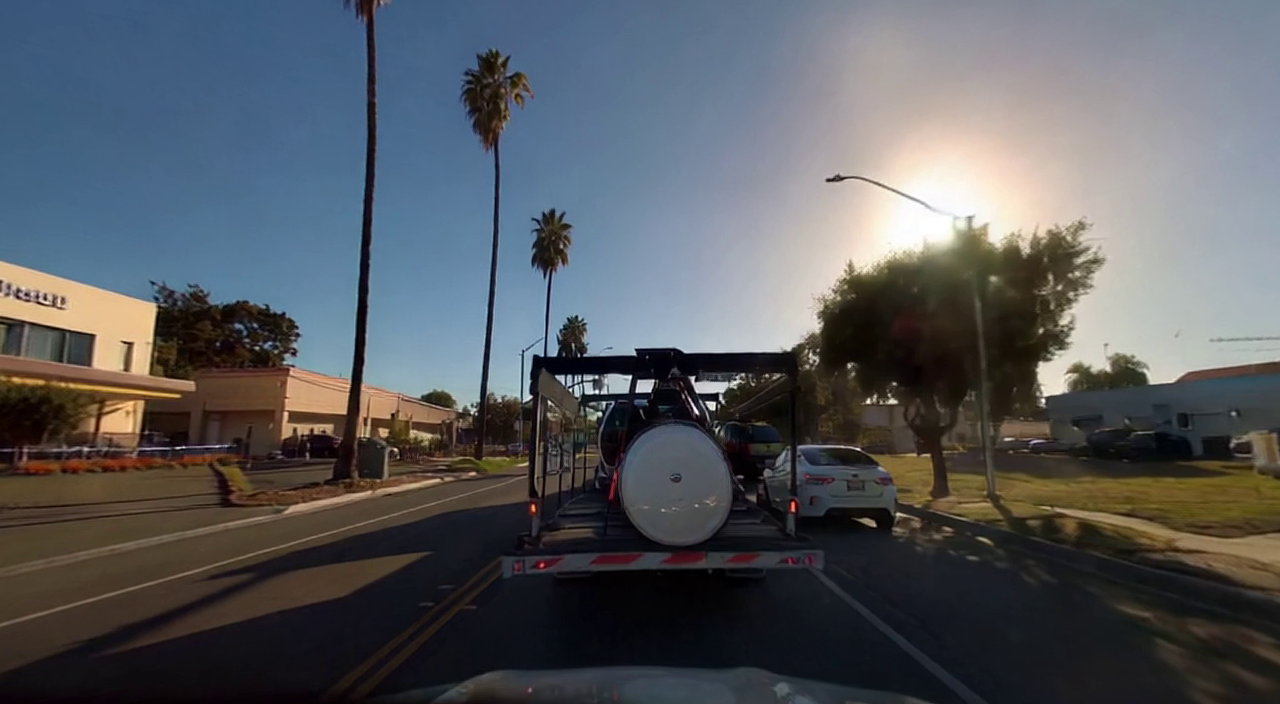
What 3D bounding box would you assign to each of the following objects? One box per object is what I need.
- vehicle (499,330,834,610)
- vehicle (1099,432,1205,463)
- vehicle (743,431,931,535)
[{"bbox_3d":[0.187,1.430,8.492,2.728,2.305,6.506,0,-8,-1],"label":"vehicle"},{"bbox_3d":[28.544,5.332,35.177,4.193,1.633,1.928,-5,-9,26],"label":"vehicle"},{"bbox_3d":[3.223,2.217,11.282,2.010,1.499,4.107,0,-8,0],"label":"vehicle"}]
